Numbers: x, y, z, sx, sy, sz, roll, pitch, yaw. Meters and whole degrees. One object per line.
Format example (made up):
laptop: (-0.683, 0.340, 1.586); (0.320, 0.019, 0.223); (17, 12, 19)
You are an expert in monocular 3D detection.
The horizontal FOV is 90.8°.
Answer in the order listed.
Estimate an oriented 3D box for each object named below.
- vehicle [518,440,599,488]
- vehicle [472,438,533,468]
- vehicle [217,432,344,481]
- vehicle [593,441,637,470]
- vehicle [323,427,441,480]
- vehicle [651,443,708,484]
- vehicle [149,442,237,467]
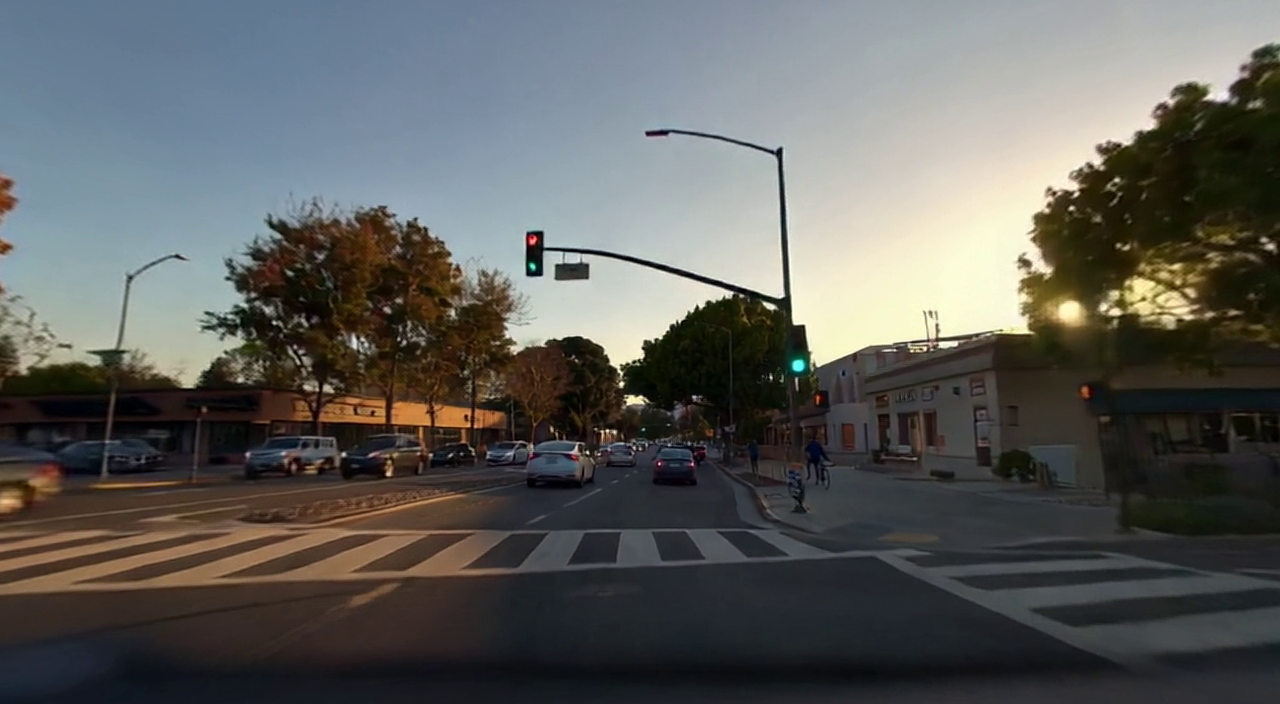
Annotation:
vehicle: (-2.640, 3.738, 21.437); (1.921, 1.477, 4.083); (-1, -8, 4)
vehicle: (-8.213, 6.069, 38.238); (2.175, 1.684, 4.475); (-1, -9, 8)
vehicle: (-13.727, 4.015, 24.523); (1.961, 1.731, 4.450); (-1, -8, 6)
vehicle: (-1.354, 5.874, 35.957); (1.887, 1.517, 4.254); (-1, -8, 6)
vehicle: (-10.055, 4.013, 25.172); (2.221, 1.856, 4.847); (-1, -8, 6)
vehicle: (1.570, 4.427, 25.397); (2.085, 1.475, 3.976); (-1, -8, 3)
vehicle: (-28.195, 6.468, 40.089); (1.939, 1.483, 4.657); (-1, -8, 4)
